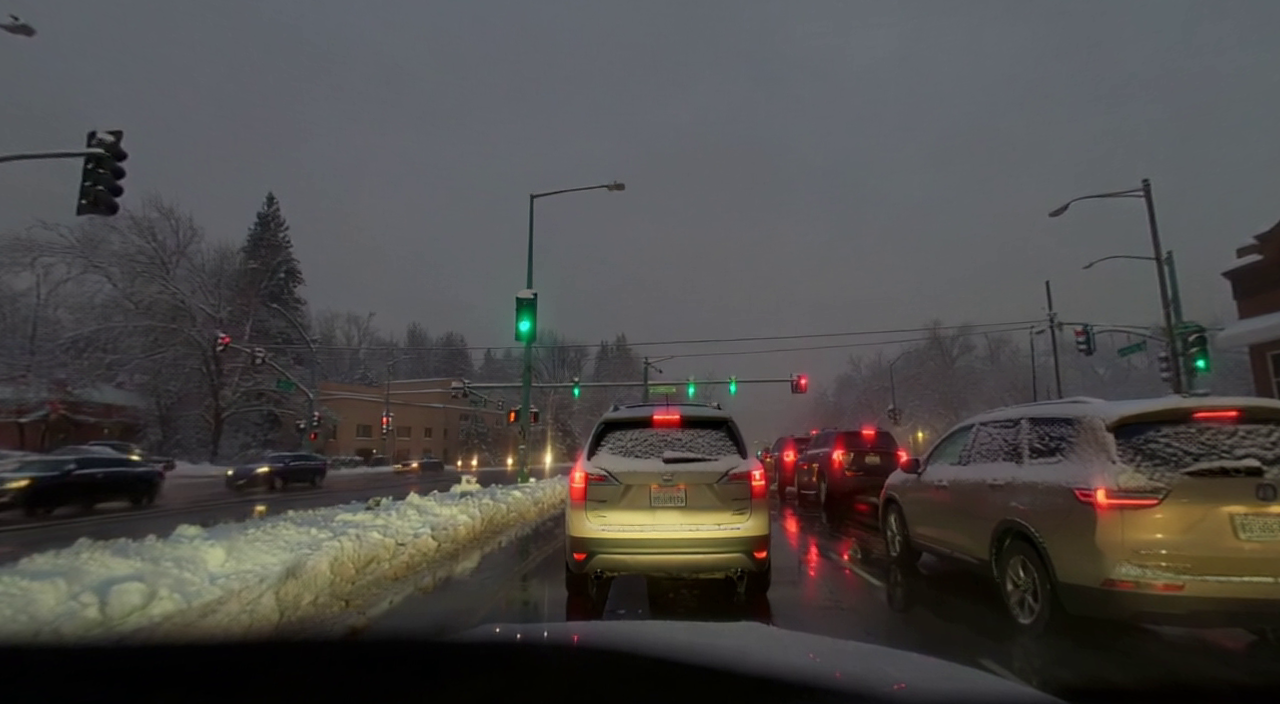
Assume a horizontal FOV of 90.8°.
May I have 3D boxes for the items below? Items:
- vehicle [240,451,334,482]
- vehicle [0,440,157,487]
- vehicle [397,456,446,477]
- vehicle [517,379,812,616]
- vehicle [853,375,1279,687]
[{"bbox_3d":[-22.192,7.161,39.832,4.744,1.739,2.089,7,-11,-41],"label":"vehicle"},{"bbox_3d":[-24.578,4.836,27.553,5.062,1.946,2.243,0,-9,-1],"label":"vehicle"},{"bbox_3d":[-16.594,8.681,48.243,1.864,1.444,4.255,-1,-9,6],"label":"vehicle"},{"bbox_3d":[0.231,1.462,7.216,2.292,1.840,4.394,0,-9,1],"label":"vehicle"},{"bbox_3d":[3.598,1.293,5.664,2.018,1.701,4.288,0,-9,2],"label":"vehicle"}]
